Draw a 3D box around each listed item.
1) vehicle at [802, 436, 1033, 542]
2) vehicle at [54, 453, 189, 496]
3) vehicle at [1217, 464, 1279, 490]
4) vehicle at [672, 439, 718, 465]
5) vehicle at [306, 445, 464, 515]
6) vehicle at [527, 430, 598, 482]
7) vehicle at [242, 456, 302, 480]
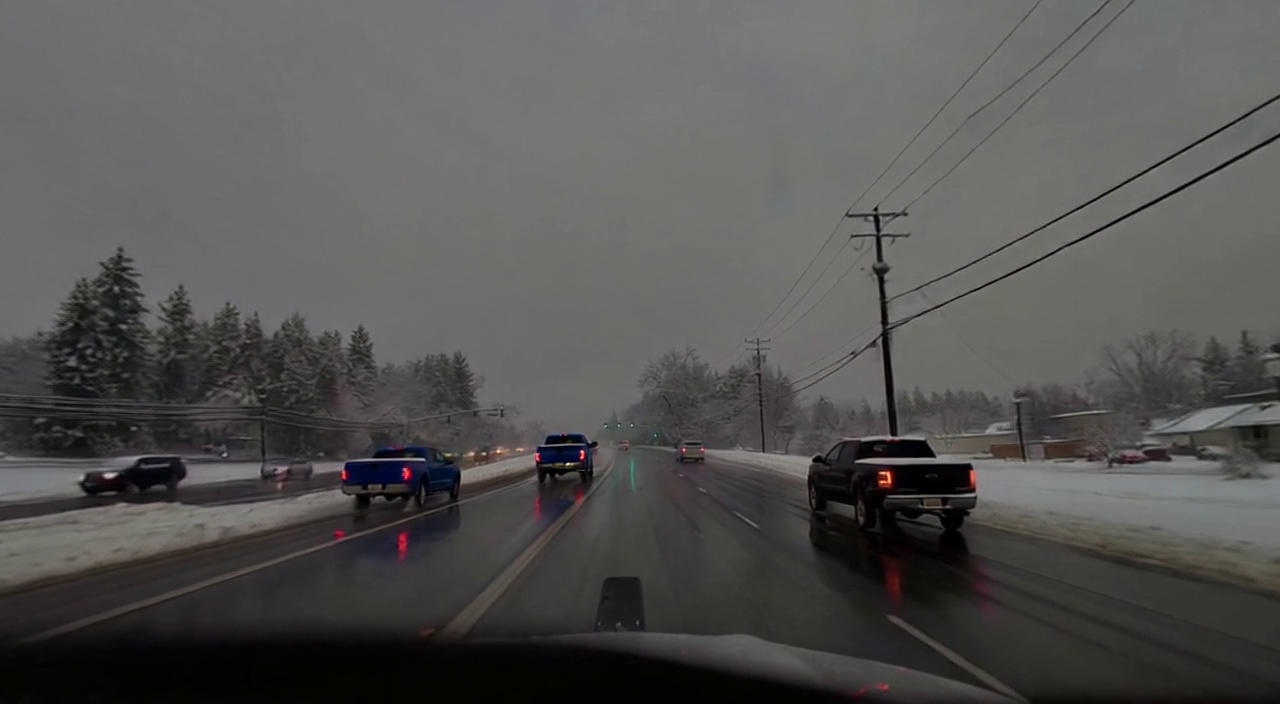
[{"bbox_3d":[4.413,2.226,11.024,1.840,1.428,4.602,0,-9,-2],"label":"vehicle"},{"bbox_3d":[-28.071,6.606,34.586,2.218,2.034,6.104,0,-9,0],"label":"vehicle"},{"bbox_3d":[36.609,7.317,37.077,3.635,1.401,1.691,-2,-10,3],"label":"vehicle"},{"bbox_3d":[3.213,6.001,37.893,2.071,1.435,4.226,0,-9,-4],"label":"vehicle"},{"bbox_3d":[-6.223,3.161,16.186,2.035,1.497,4.723,0,-9,1],"label":"vehicle"},{"bbox_3d":[-3.211,4.495,27.682,2.467,1.991,6.089,0,-9,-1],"label":"vehicle"},{"bbox_3d":[-28.809,9.091,49.611,1.911,1.701,4.473,0,-8,1],"label":"vehicle"}]
